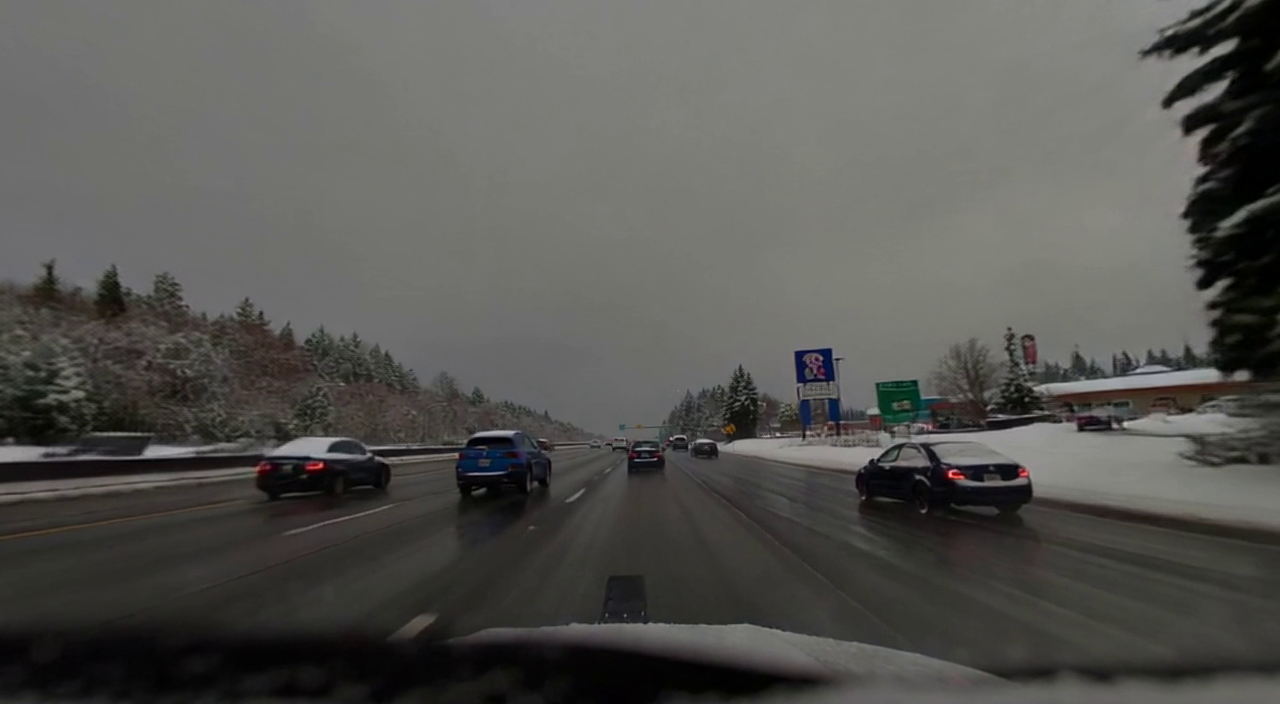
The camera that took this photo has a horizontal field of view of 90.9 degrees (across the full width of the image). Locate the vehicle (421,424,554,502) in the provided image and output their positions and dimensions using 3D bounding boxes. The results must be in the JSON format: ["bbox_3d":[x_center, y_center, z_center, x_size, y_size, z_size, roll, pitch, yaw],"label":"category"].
[{"bbox_3d":[-3.504,2.671,15.631,1.927,1.586,5.142,0,-8,1],"label":"vehicle"}]

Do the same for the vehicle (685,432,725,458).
[{"bbox_3d":[4.609,6.681,45.266,2.261,1.781,4.709,0,-8,-1],"label":"vehicle"}]

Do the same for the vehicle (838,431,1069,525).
[{"bbox_3d":[5.552,2.271,11.988,2.030,1.442,4.358,0,-8,-2],"label":"vehicle"}]

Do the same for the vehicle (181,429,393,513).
[{"bbox_3d":[-7.219,2.463,13.585,1.932,1.497,4.458,0,-8,1],"label":"vehicle"}]

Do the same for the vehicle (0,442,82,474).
[{"bbox_3d":[-32.136,5.483,32.792,1.895,1.567,4.707,0,-8,0],"label":"vehicle"}]

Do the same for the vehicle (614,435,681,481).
[{"bbox_3d":[0.237,3.679,22.129,2.113,1.464,4.073,0,-8,0],"label":"vehicle"}]
